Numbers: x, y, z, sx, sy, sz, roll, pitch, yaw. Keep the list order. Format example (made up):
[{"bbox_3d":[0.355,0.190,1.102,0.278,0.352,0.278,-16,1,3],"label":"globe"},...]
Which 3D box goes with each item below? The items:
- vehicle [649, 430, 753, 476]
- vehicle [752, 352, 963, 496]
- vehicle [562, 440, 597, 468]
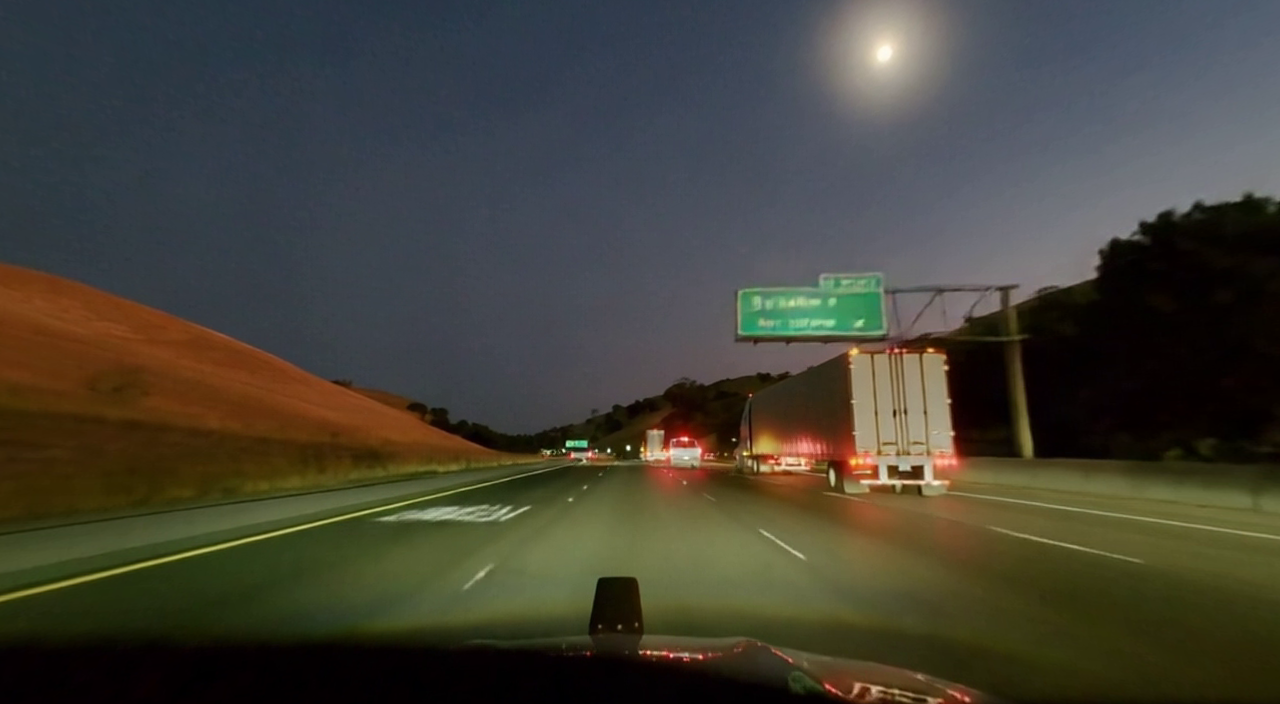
[{"bbox_3d":[3.064,5.206,32.713,5.075,2.277,2.365,0,-9,-3],"label":"vehicle"},{"bbox_3d":[7.761,3.306,26.614,2.935,4.187,16.357,0,-9,-1],"label":"vehicle"},{"bbox_3d":[-4.523,7.708,47.694,2.193,1.977,4.759,0,-9,0],"label":"vehicle"}]
